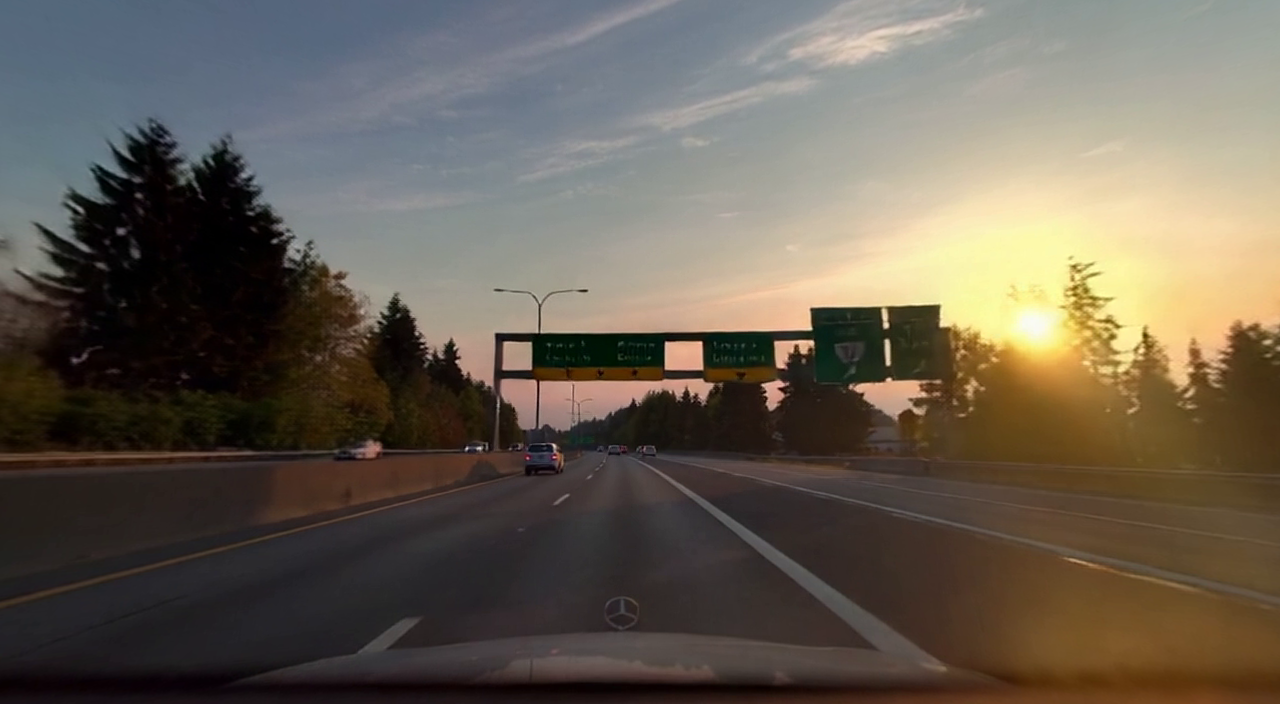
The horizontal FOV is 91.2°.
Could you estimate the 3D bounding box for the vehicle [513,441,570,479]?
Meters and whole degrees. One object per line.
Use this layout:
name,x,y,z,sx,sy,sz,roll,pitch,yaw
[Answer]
vehicle,-4.488,4.998,29.156,2.071,1.615,3.868,0,-9,-1

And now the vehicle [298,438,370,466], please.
vehicle,-18.042,5.930,37.271,1.921,1.525,4.846,0,-9,-1
